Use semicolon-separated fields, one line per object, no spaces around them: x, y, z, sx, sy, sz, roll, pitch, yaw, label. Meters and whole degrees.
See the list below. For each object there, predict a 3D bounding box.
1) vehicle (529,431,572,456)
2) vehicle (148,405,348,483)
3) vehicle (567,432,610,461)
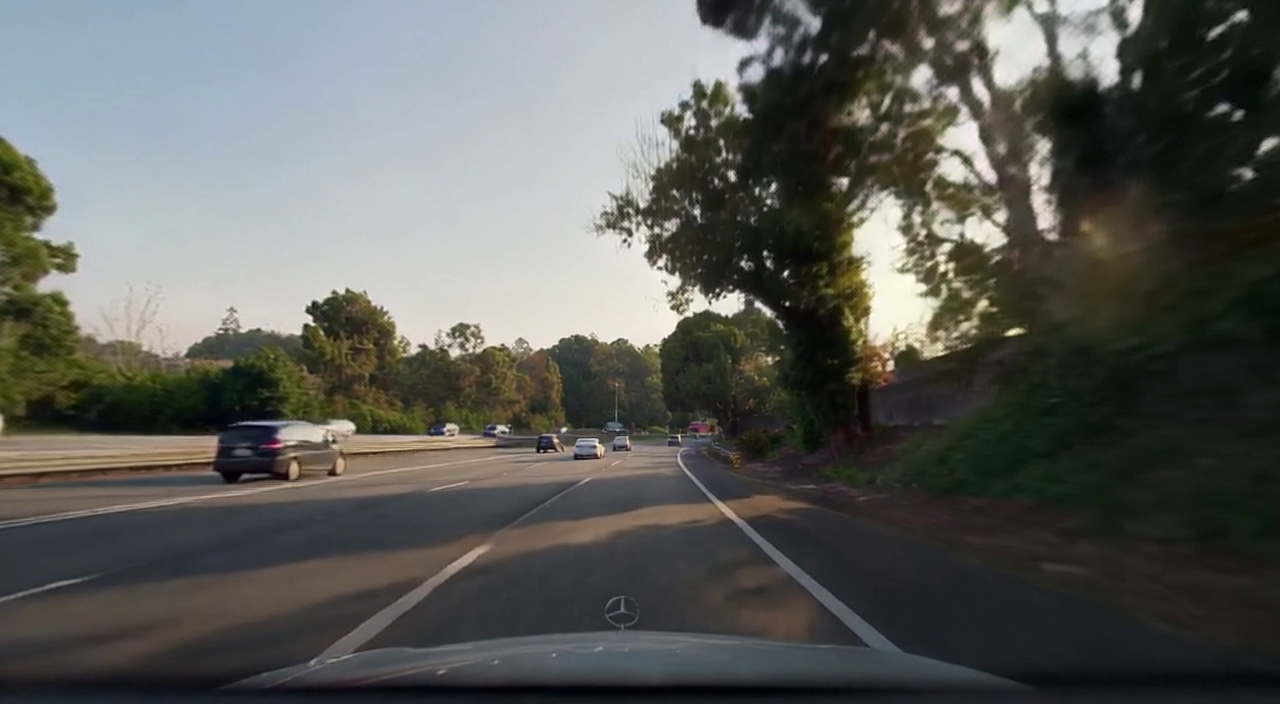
-6.287;6.509;44.629;2.108;1.686;4.556;0;-8;4;vehicle
-11.338;2.756;18.927;2.264;1.980;5.574;0;-8;2;vehicle
-3.098;5.781;38.691;2.035;1.673;4.469;0;-8;3;vehicle
